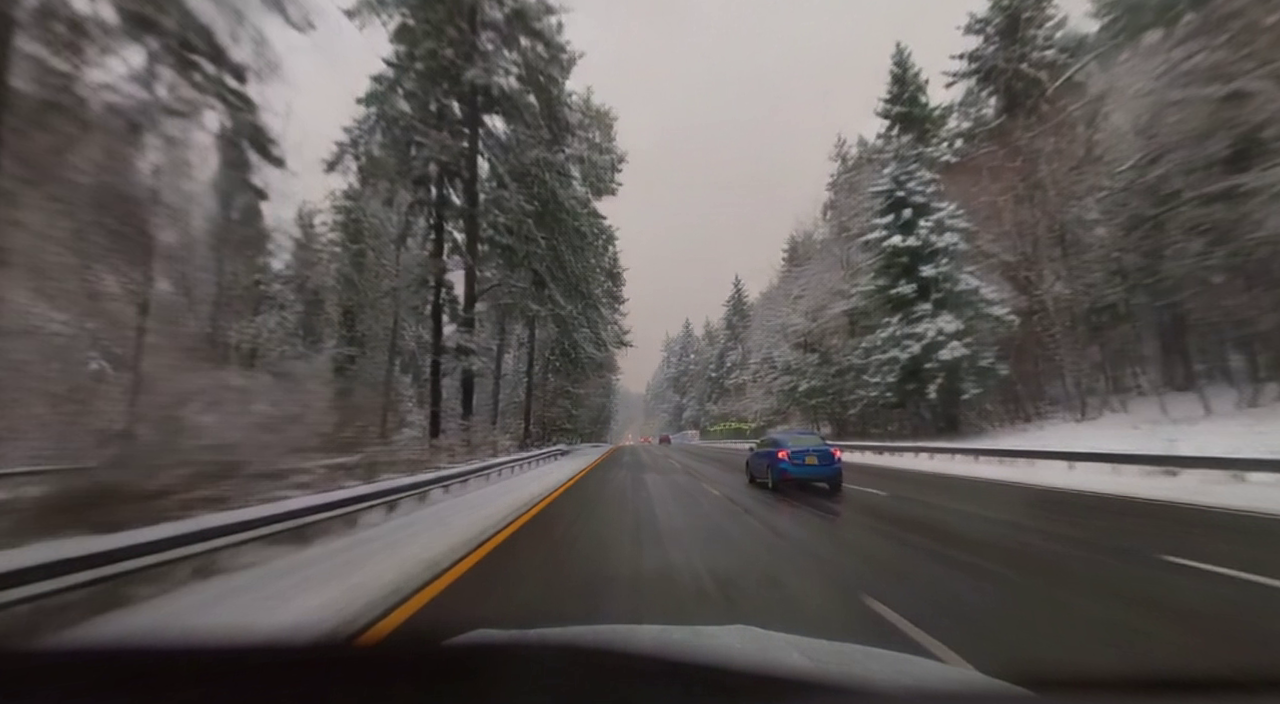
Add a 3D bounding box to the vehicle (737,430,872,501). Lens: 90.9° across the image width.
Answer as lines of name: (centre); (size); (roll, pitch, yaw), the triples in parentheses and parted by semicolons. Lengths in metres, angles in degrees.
vehicle: (3.842, 2.712, 15.647); (2.017, 1.502, 4.369); (0, -8, -2)
